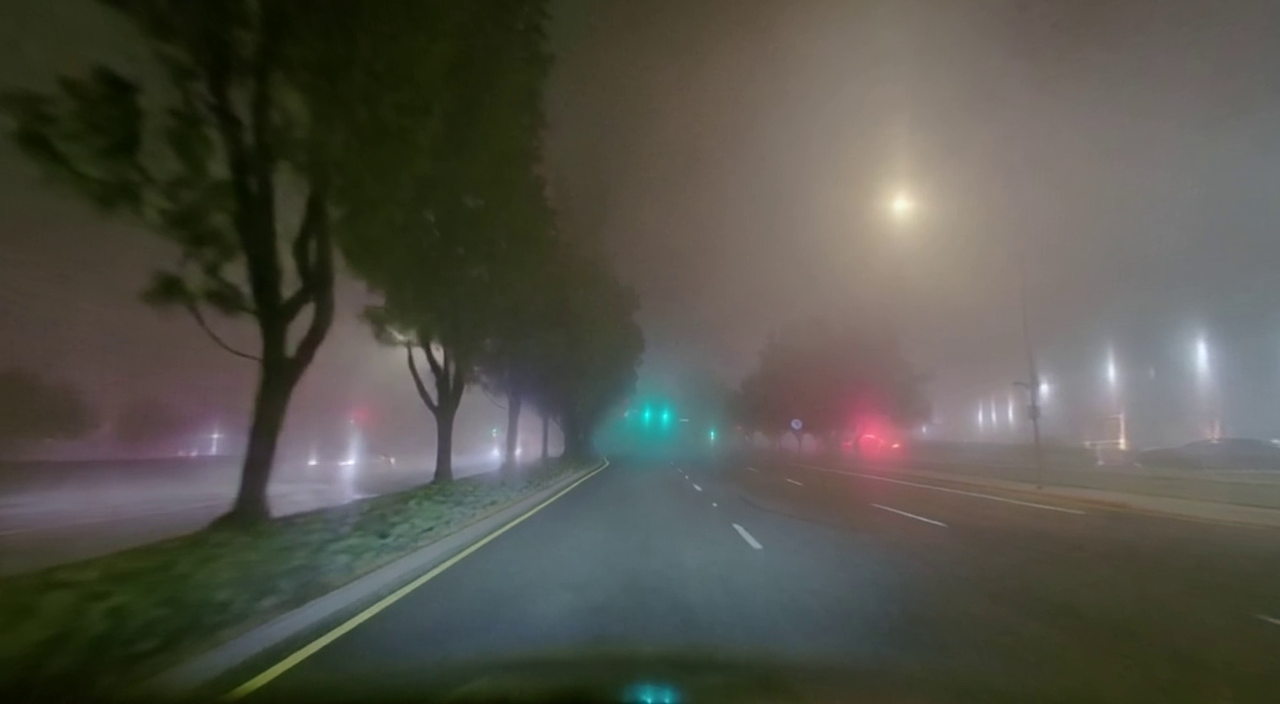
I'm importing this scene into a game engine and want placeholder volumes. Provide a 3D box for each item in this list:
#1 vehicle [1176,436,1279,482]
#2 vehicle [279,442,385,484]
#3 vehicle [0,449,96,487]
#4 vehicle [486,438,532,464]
[{"bbox_3d":[21.354,3.650,21.682,4.176,1.490,1.871,0,-8,-3],"label":"vehicle"},{"bbox_3d":[-11.617,4.193,24.160,1.816,1.457,4.386,0,-8,1],"label":"vehicle"},{"bbox_3d":[-25.390,4.679,25.632,4.663,1.464,1.906,0,-8,-2],"label":"vehicle"},{"bbox_3d":[-8.081,6.166,39.250,1.936,1.525,4.214,0,-8,1],"label":"vehicle"}]
